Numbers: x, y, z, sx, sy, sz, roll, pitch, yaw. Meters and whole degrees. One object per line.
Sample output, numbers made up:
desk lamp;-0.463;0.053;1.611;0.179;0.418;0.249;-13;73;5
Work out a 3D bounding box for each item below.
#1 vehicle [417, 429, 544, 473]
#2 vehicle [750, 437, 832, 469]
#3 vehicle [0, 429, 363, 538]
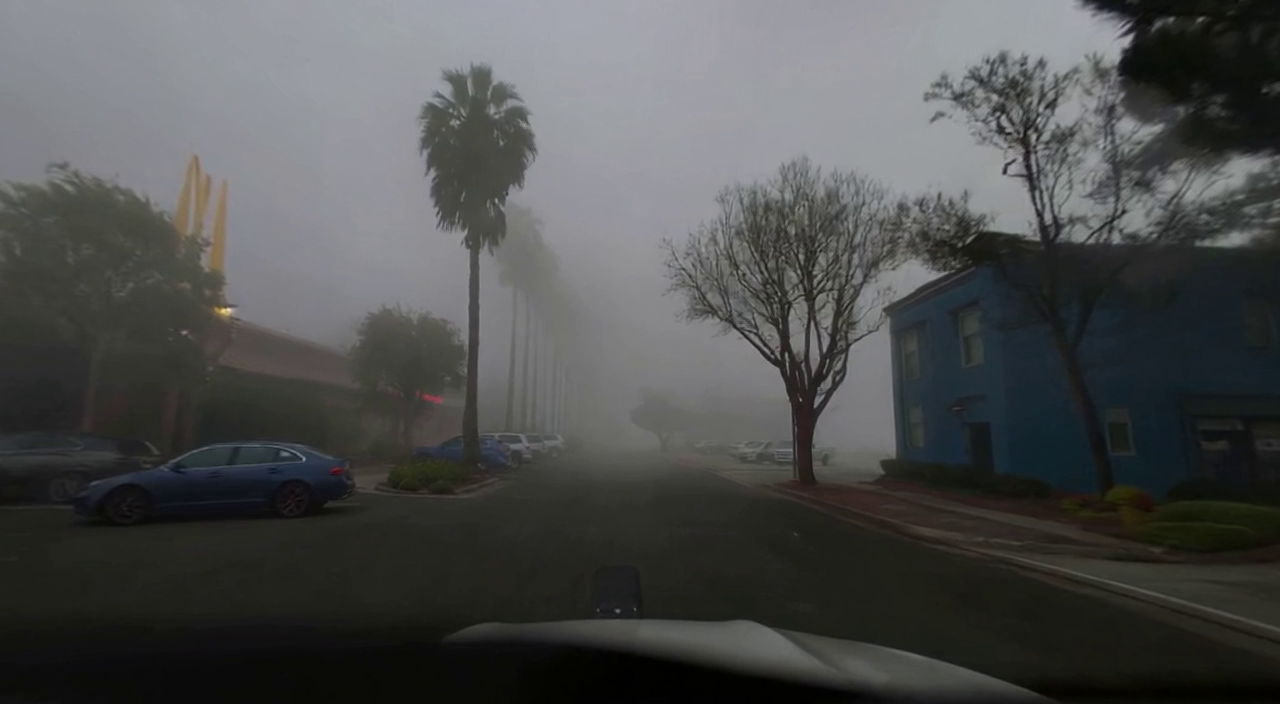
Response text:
vehicle;-7.334;4.571;29.302;5.210;1.834;2.281;5;-10;-30
vehicle;9.004;6.000;37.559;4.509;1.759;2.077;5;-10;-31
vehicle;-7.620;2.170;10.989;4.838;1.521;2.105;5;-10;-30
